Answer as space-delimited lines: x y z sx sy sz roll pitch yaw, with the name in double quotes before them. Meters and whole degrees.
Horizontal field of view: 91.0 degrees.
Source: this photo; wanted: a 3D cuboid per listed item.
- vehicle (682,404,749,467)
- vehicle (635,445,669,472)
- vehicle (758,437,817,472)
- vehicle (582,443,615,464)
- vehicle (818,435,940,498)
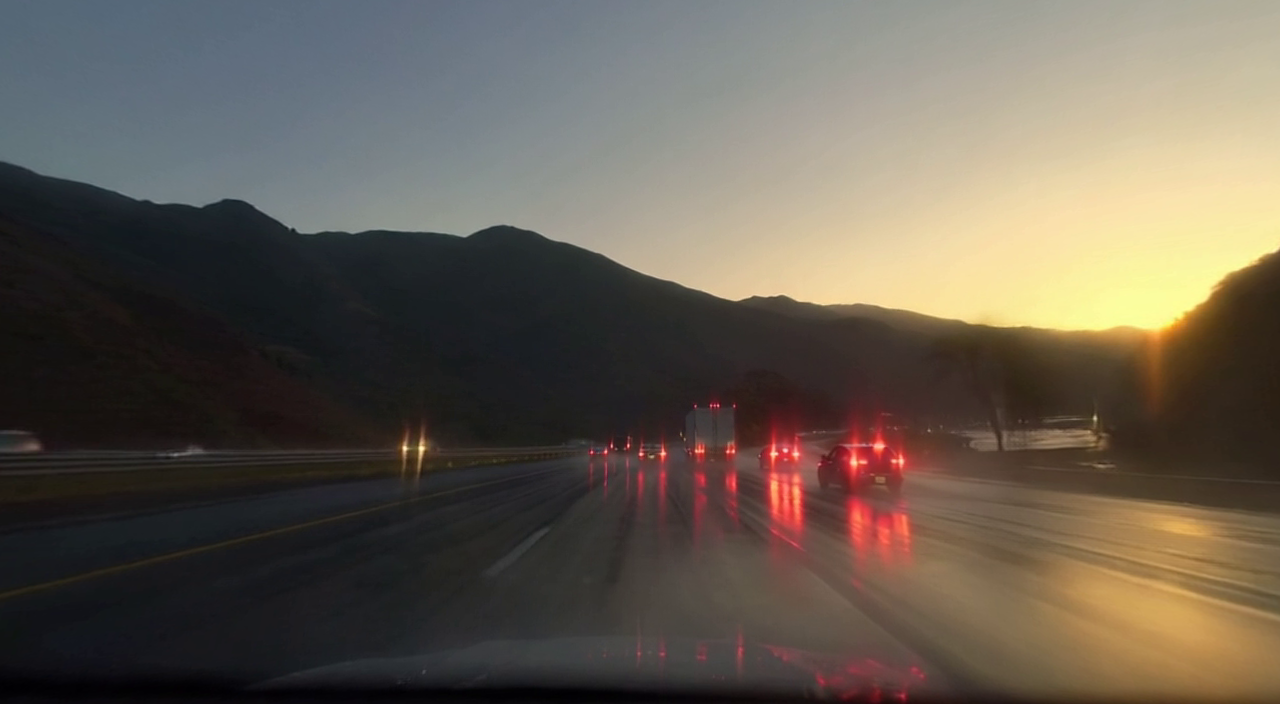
"vehicle" 4.718 5.634 41.812 3.130 3.607 11.129 0 -9 0
"vehicle" 0.675 6.149 36.616 1.866 1.492 3.932 0 -9 0
"vehicle" 8.063 5.660 34.901 2.143 1.775 4.729 0 -9 0
"vehicle" -3.068 7.632 47.487 2.132 1.506 4.256 0 -9 0
"vehicle" 7.087 3.433 19.254 2.044 1.676 4.421 0 -9 1
